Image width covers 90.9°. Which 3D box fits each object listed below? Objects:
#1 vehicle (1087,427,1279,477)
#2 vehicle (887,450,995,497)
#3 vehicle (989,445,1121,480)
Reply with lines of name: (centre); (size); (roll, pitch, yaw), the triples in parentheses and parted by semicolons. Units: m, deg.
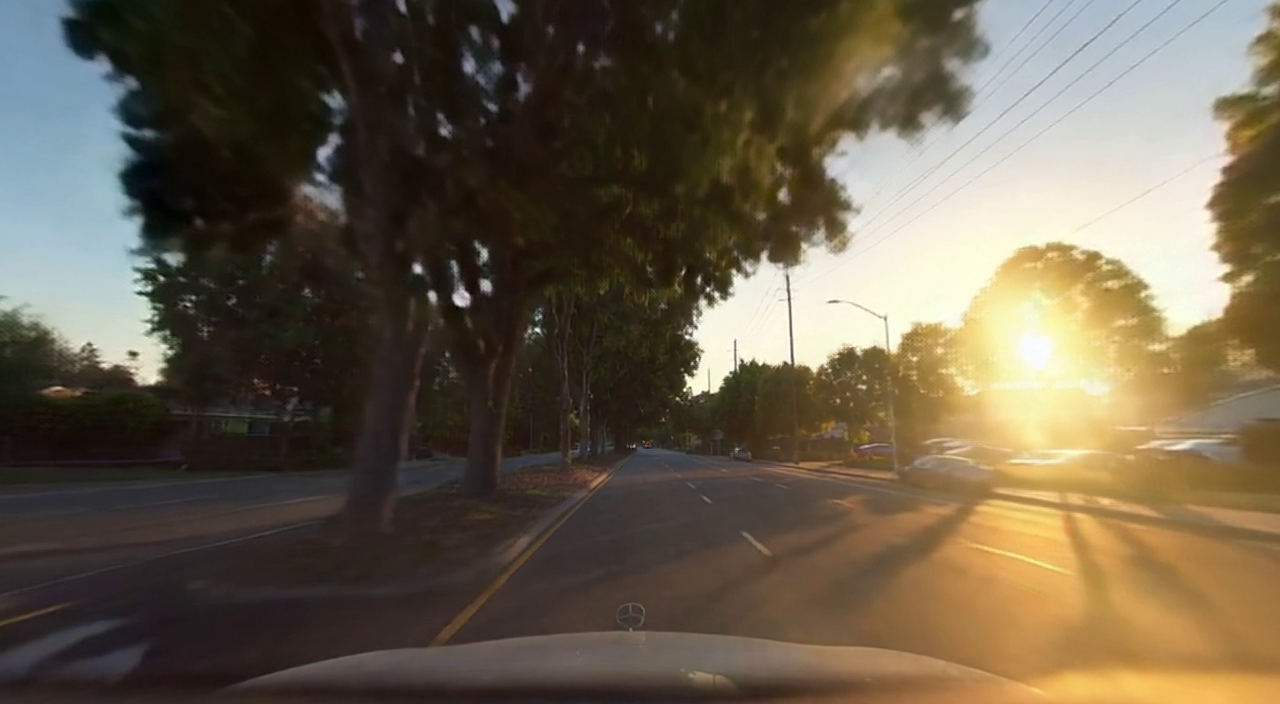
vehicle: (22.802, 4.141, 26.185); (6.075, 1.933, 3.018); (0, -8, 1)
vehicle: (11.522, 4.641, 24.537); (1.929, 1.489, 4.777); (4, -8, 1)
vehicle: (19.930, 5.326, 30.455); (4.897, 1.608, 2.005); (0, -9, 2)
